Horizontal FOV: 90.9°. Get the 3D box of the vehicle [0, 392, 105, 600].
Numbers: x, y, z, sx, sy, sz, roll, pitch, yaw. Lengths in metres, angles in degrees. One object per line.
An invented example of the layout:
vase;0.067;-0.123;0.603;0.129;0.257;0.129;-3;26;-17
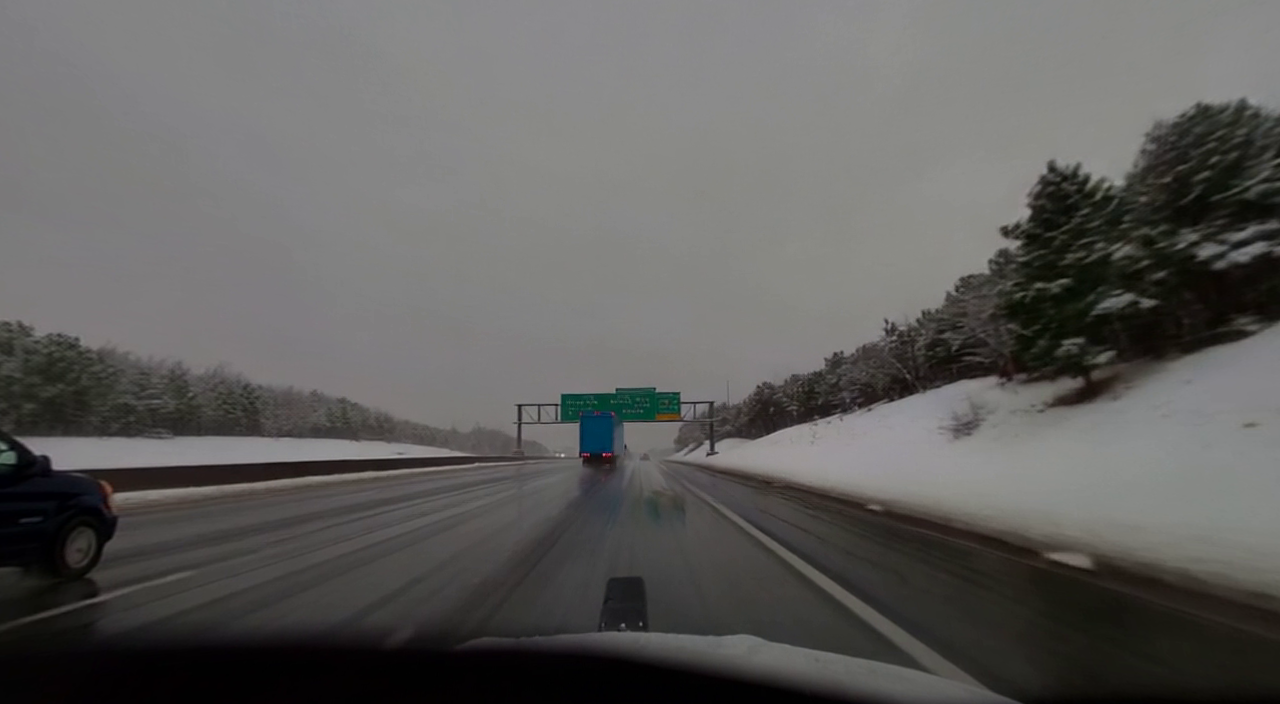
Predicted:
vehicle;-6.880;1.064;4.081;2.175;1.860;5.236;0;-8;1
